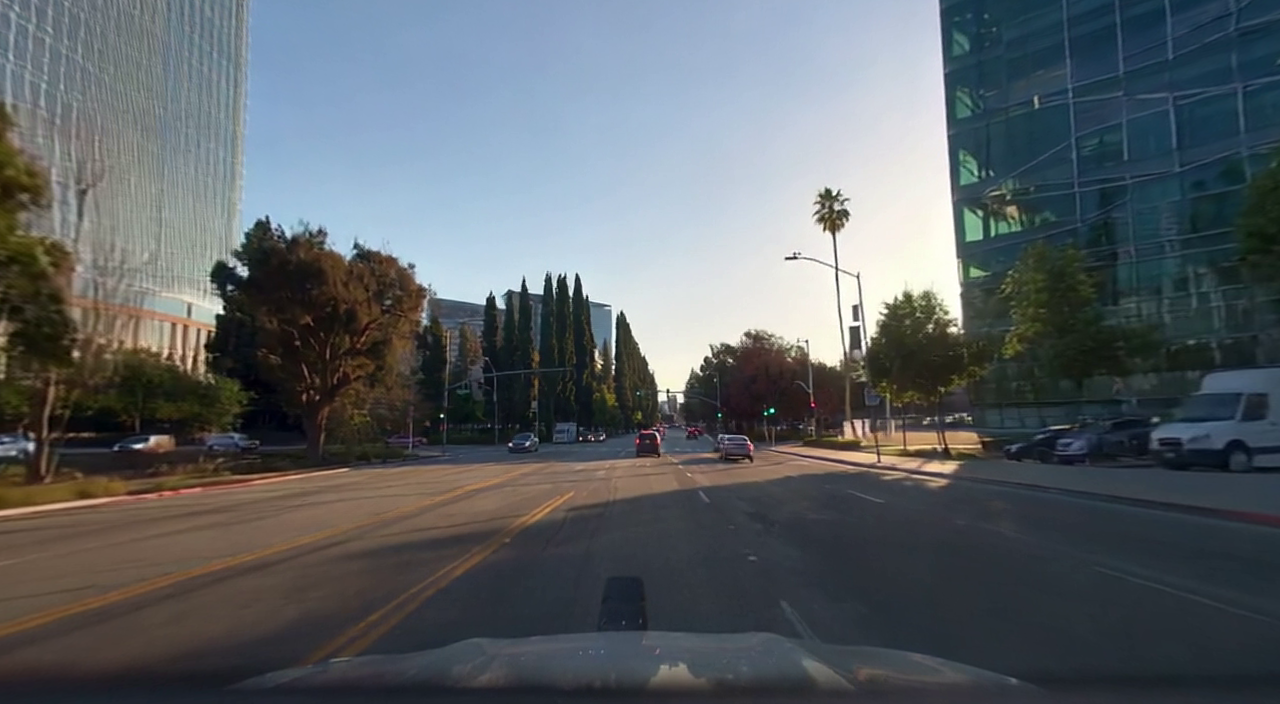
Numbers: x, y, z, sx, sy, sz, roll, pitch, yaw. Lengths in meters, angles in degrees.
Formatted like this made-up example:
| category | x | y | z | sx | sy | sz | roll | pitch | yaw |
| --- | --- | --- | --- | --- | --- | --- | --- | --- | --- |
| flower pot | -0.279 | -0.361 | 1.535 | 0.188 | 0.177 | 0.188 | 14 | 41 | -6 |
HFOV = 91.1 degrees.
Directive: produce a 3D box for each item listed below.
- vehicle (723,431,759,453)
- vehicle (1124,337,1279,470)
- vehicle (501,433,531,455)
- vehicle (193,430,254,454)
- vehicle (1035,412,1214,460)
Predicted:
| category | x | y | z | sx | sy | sz | roll | pitch | yaw |
| --- | --- | --- | --- | --- | --- | --- | --- | --- | --- |
| vehicle | 7.215 | 6.524 | 45.359 | 1.896 | 1.463 | 4.296 | 0 | -8 | 0 |
| vehicle | 18.933 | 1.468 | 17.858 | 7.796 | 3.467 | 2.793 | -1 | -7 | 0 |
| vehicle | -9.761 | 7.225 | 49.304 | 2.016 | 1.677 | 4.147 | 2 | -9 | -15 |
| vehicle | -31.644 | 6.918 | 47.818 | 1.871 | 1.703 | 4.093 | -1 | -9 | -1 |
| vehicle | 18.262 | 3.203 | 23.899 | 4.927 | 1.679 | 2.198 | -1 | -7 | 2 |
